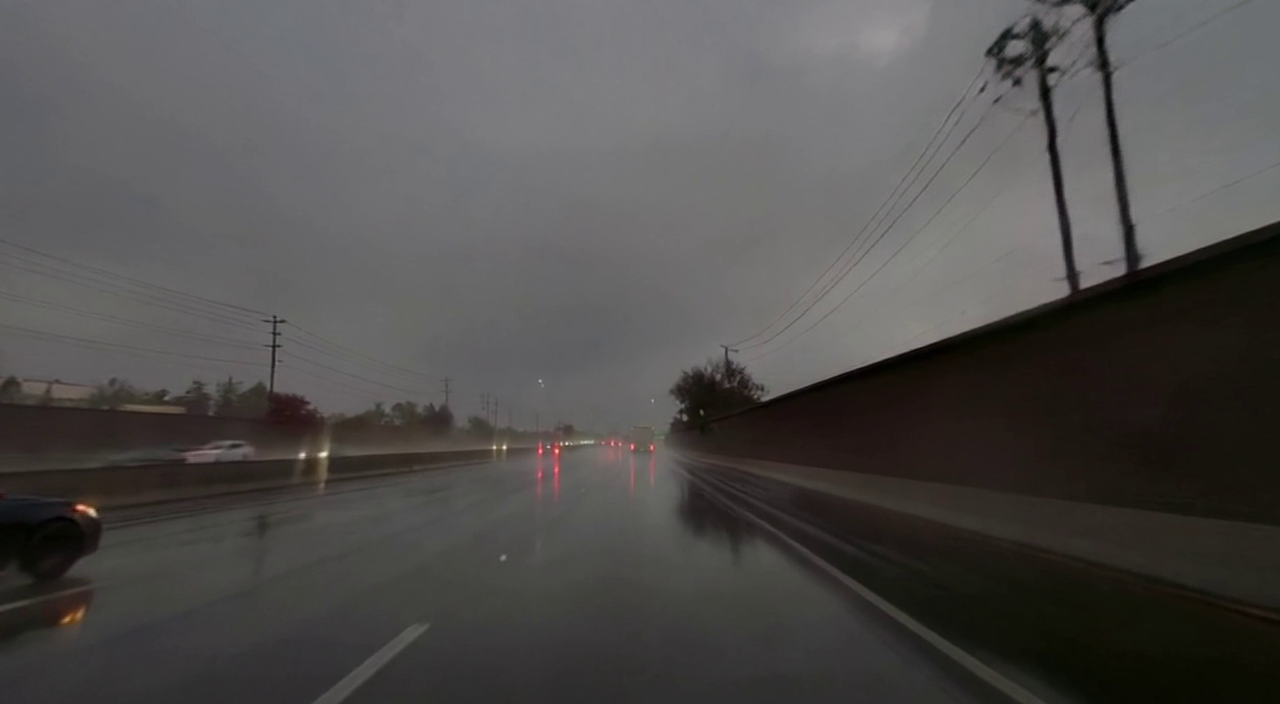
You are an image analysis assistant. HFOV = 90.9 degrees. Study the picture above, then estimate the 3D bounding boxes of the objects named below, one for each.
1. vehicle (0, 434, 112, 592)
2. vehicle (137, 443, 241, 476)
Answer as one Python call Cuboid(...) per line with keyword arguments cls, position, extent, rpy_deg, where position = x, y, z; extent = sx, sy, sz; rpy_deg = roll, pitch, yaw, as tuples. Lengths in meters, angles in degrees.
Cuboid(cls="vehicle", position=(-7.076, 1.350, 4.787), extent=(1.971, 1.490, 4.790), rpy_deg=(0, -8, 0))
Cuboid(cls="vehicle", position=(-22.651, 5.386, 31.929), extent=(1.927, 1.553, 4.552), rpy_deg=(0, -8, 0))
